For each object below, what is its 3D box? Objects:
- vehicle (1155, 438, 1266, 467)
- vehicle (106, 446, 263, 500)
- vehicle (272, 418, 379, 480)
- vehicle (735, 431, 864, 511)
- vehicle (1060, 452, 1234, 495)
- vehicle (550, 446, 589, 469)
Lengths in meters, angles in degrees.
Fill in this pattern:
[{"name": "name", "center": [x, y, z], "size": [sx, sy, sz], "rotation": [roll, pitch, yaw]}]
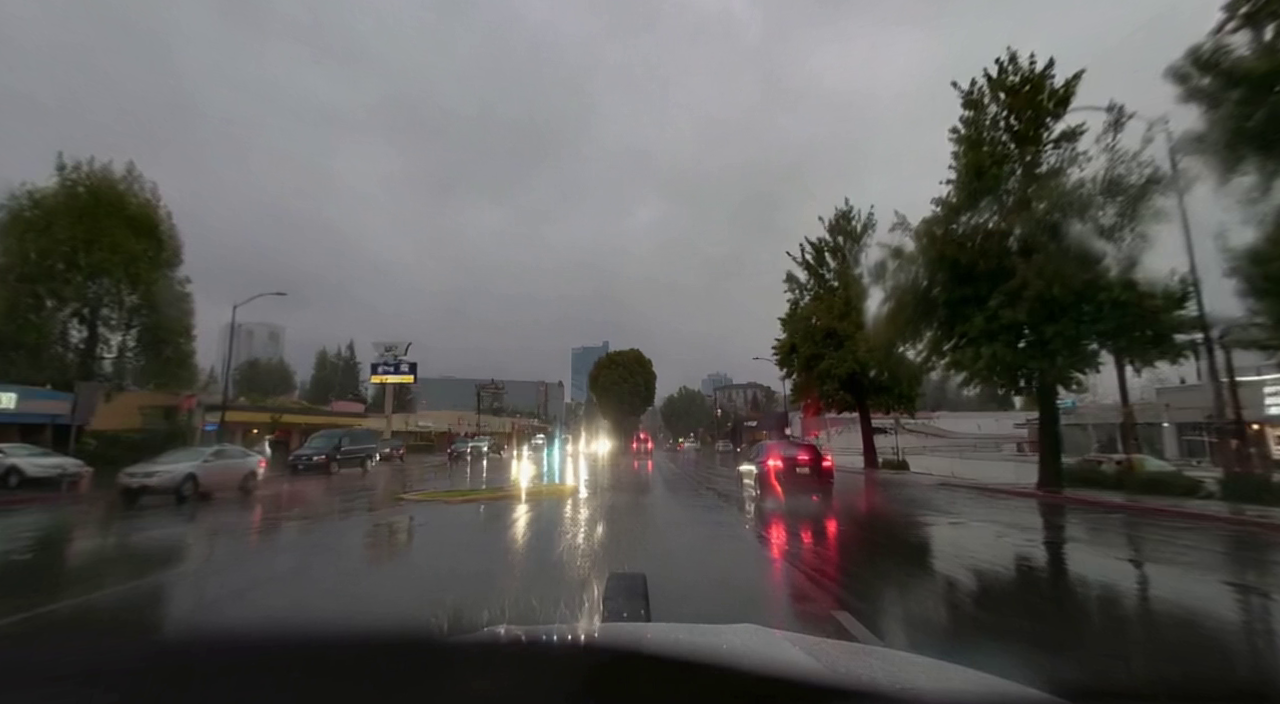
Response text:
[{"name": "vehicle", "center": [34.736, 6.133, 38.505], "size": [4.618, 1.667, 1.955], "rotation": [-1, -8, 5]}, {"name": "vehicle", "center": [-15.305, 4.047, 21.557], "size": [1.964, 1.639, 4.428], "rotation": [0, -8, 1]}, {"name": "vehicle", "center": [-18.753, 5.827, 38.142], "size": [2.783, 3.367, 6.723], "rotation": [0, -8, 1]}, {"name": "vehicle", "center": [3.652, 2.799, 15.253], "size": [2.072, 1.669, 3.836], "rotation": [0, -8, -1]}, {"name": "vehicle", "center": [18.686, 4.478, 23.429], "size": [4.667, 1.452, 2.017], "rotation": [0, -8, 1]}, {"name": "vehicle", "center": [-4.527, 6.878, 41.356], "size": [2.084, 1.415, 4.580], "rotation": [0, -8, -1]}]
